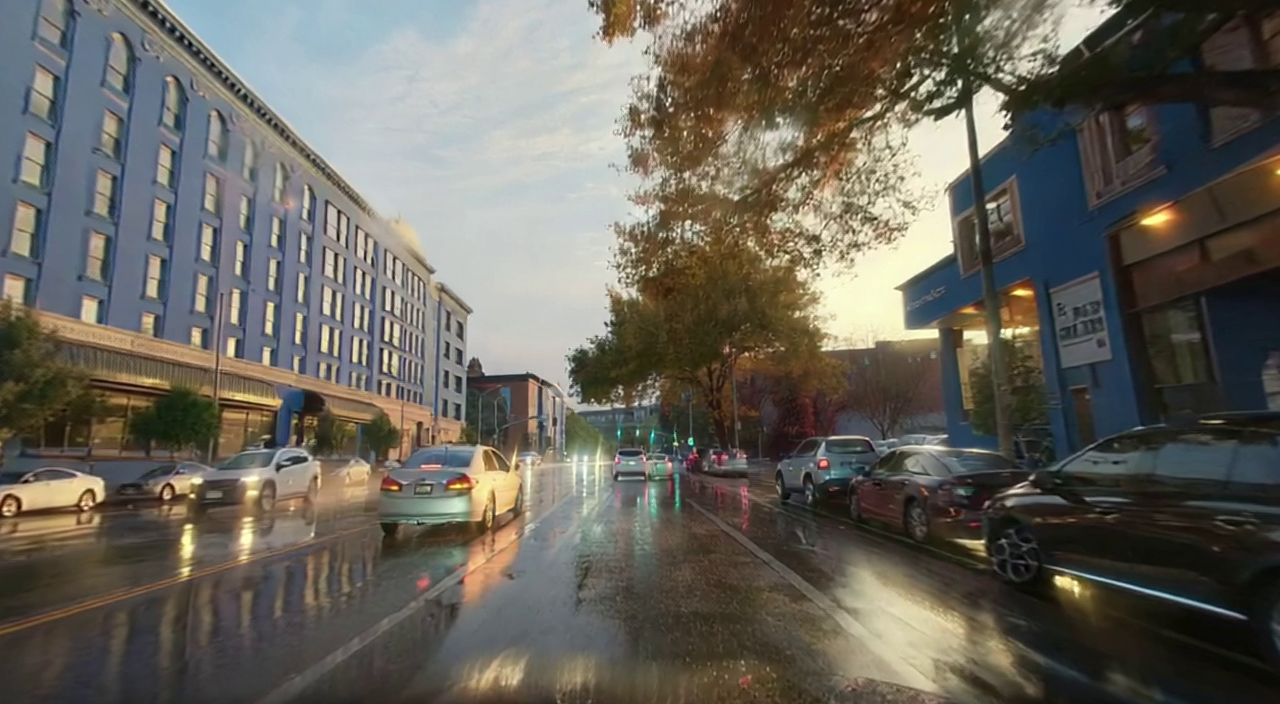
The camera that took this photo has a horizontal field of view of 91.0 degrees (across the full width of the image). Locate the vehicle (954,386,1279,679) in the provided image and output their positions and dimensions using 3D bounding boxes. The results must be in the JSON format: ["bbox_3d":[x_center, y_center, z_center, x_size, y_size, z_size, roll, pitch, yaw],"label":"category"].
[{"bbox_3d":[4.801,1.245,4.775,2.001,1.742,4.996,1,-9,-3],"label":"vehicle"}]

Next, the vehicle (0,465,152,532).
[{"bbox_3d":[-17.765,4.252,18.776,2.181,1.579,5.185,0,-9,2],"label":"vehicle"}]

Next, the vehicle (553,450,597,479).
[{"bbox_3d":[-3.698,6.470,36.584,1.972,1.560,4.066,0,-9,2],"label":"vehicle"}]

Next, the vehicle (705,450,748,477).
[{"bbox_3d":[5.000,6.468,36.745,1.832,1.491,4.054,1,-9,-1],"label":"vehicle"}]

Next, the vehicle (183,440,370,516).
[{"bbox_3d":[-9.541,3.316,17.142,2.186,1.745,4.693,0,-9,1],"label":"vehicle"}]

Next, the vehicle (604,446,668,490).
[{"bbox_3d":[-0.181,4.376,24.081,2.230,1.518,4.113,1,-9,-1],"label":"vehicle"}]

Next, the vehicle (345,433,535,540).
[{"bbox_3d":[-3.361,2.359,11.735,1.934,1.548,4.635,0,-9,1],"label":"vehicle"}]
